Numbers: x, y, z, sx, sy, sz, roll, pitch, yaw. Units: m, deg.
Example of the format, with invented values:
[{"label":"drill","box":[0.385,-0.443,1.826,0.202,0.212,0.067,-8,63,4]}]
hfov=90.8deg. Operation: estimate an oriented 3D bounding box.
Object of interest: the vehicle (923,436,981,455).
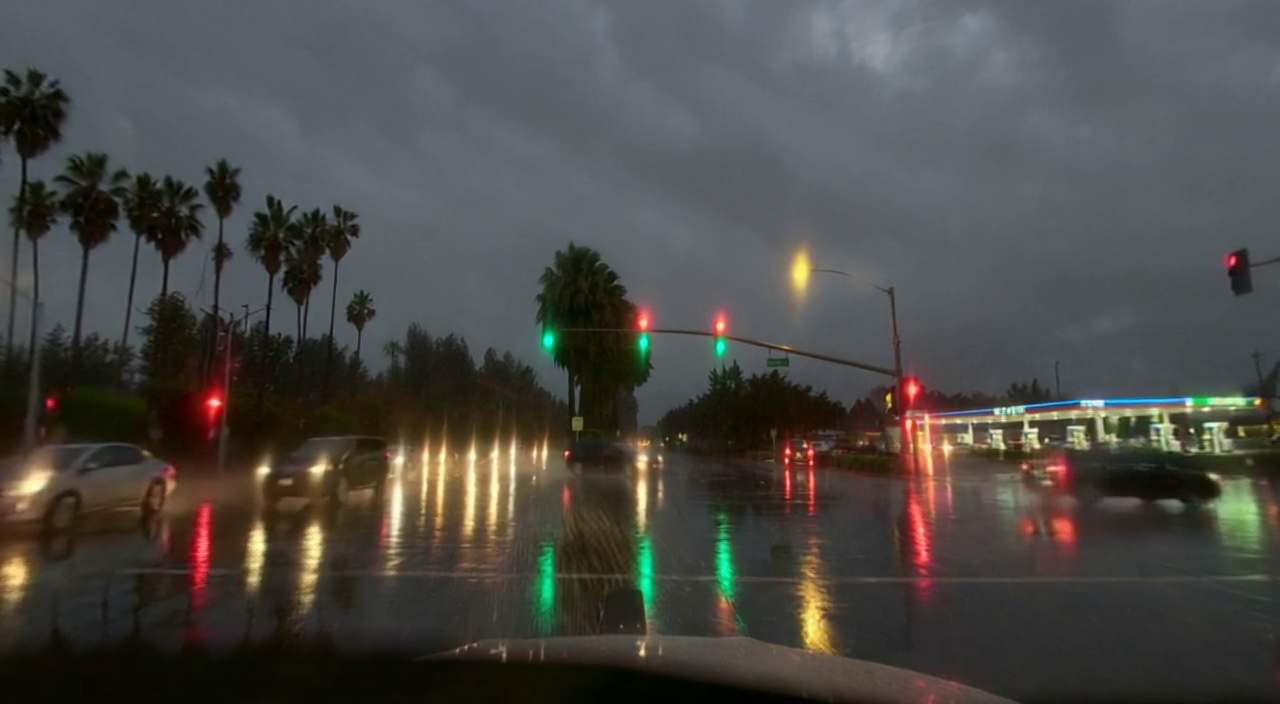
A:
[{"label":"vehicle","box":[22.542,6.765,45.661,3.356,1.395,1.559,0,-9,-1]}]

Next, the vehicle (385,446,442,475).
[{"label":"vehicle","box":[-11.944,5.734,33.530,1.633,1.460,3.540,0,-9,0]}]

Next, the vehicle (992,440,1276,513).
[{"label":"vehicle","box":[10.833,2.743,14.236,4.579,1.464,1.983,-1,-9,6]}]

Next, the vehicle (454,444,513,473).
[{"label":"vehicle","box":[-8.733,5.981,35.686,2.034,1.510,4.647,0,-9,1]}]

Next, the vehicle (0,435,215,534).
[{"label":"vehicle","box":[-11.802,2.694,13.533,1.973,1.712,4.872,0,-9,0]}]

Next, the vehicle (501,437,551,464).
[{"label":"vehicle","box":[-8.641,7.569,48.581,2.609,1.865,5.875,0,-9,1]}]

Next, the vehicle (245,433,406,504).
[{"label":"vehicle","box":[-8.440,3.151,17.557,2.124,1.701,4.551,0,-9,0]}]

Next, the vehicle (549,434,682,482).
[{"label":"vehicle","box":[-1.005,4.095,24.657,4.892,1.719,1.929,-5,-10,31]}]
